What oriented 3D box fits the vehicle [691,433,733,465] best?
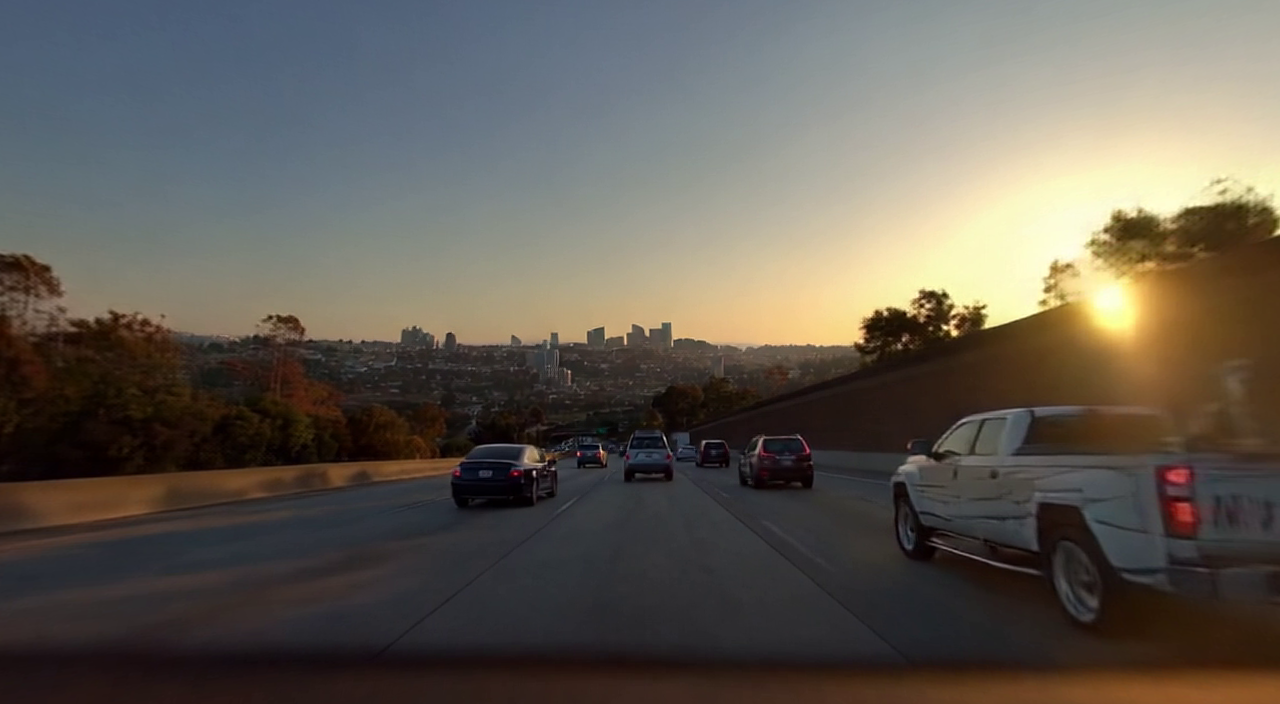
[{"bbox_3d":[4.293,5.889,38.302,2.039,1.832,3.989,0,-8,0],"label":"vehicle"}]

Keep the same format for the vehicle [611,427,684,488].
[{"bbox_3d":[0.235,3.490,21.185,2.153,1.805,4.631,-1,-8,0],"label":"vehicle"}]

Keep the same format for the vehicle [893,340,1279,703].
[{"bbox_3d":[3.889,1.087,4.713,2.156,1.701,4.494,-1,-8,1],"label":"vehicle"}]

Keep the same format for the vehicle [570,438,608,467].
[{"bbox_3d":[-3.225,6.431,40.520,1.951,1.694,4.188,-1,-8,2],"label":"vehicle"}]

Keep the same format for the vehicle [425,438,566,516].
[{"bbox_3d":[-3.048,2.750,14.523,1.965,1.443,4.968,-1,-8,1],"label":"vehicle"}]

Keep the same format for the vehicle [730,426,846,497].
[{"bbox_3d":[3.860,2.951,17.337,2.094,1.676,4.309,0,-8,0],"label":"vehicle"}]
